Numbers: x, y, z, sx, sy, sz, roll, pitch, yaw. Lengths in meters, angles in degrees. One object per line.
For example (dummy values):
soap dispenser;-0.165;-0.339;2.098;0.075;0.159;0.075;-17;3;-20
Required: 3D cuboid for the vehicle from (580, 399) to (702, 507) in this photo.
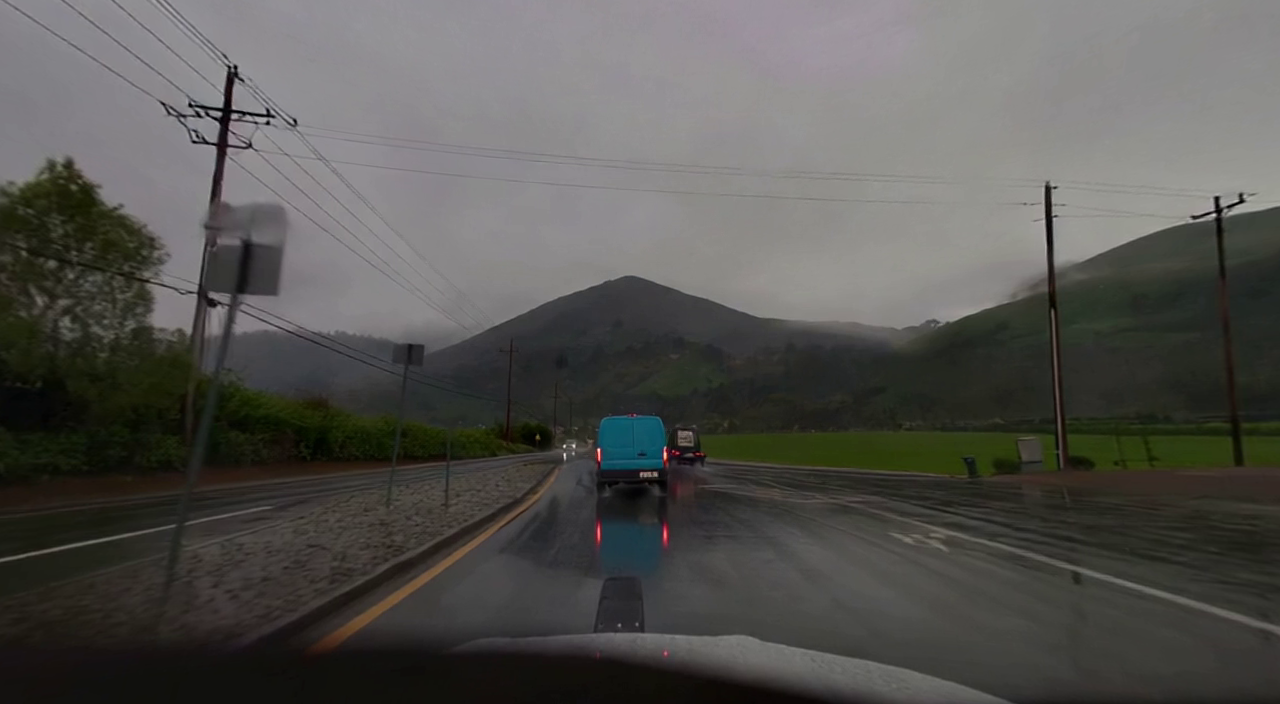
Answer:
vehicle;-0.060;2.368;15.006;2.454;2.144;4.535;0;-8;-2
